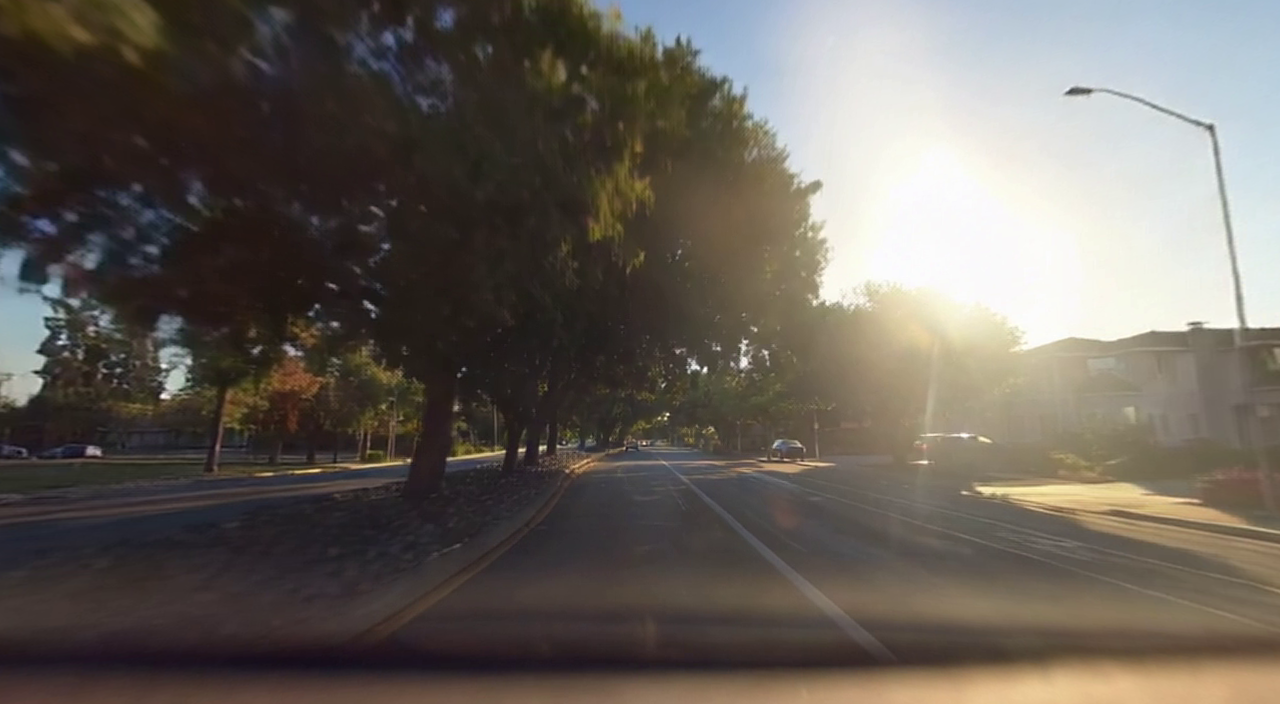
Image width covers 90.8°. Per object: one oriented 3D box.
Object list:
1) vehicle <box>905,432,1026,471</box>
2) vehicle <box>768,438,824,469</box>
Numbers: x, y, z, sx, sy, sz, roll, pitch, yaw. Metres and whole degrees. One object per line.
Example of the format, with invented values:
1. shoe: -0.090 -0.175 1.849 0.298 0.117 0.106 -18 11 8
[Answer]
1. vehicle: 15.507 4.759 30.324 4.605 1.779 2.135 0 -9 0
2. vehicle: 9.410 6.164 38.534 2.096 1.703 4.583 1 -9 -2
